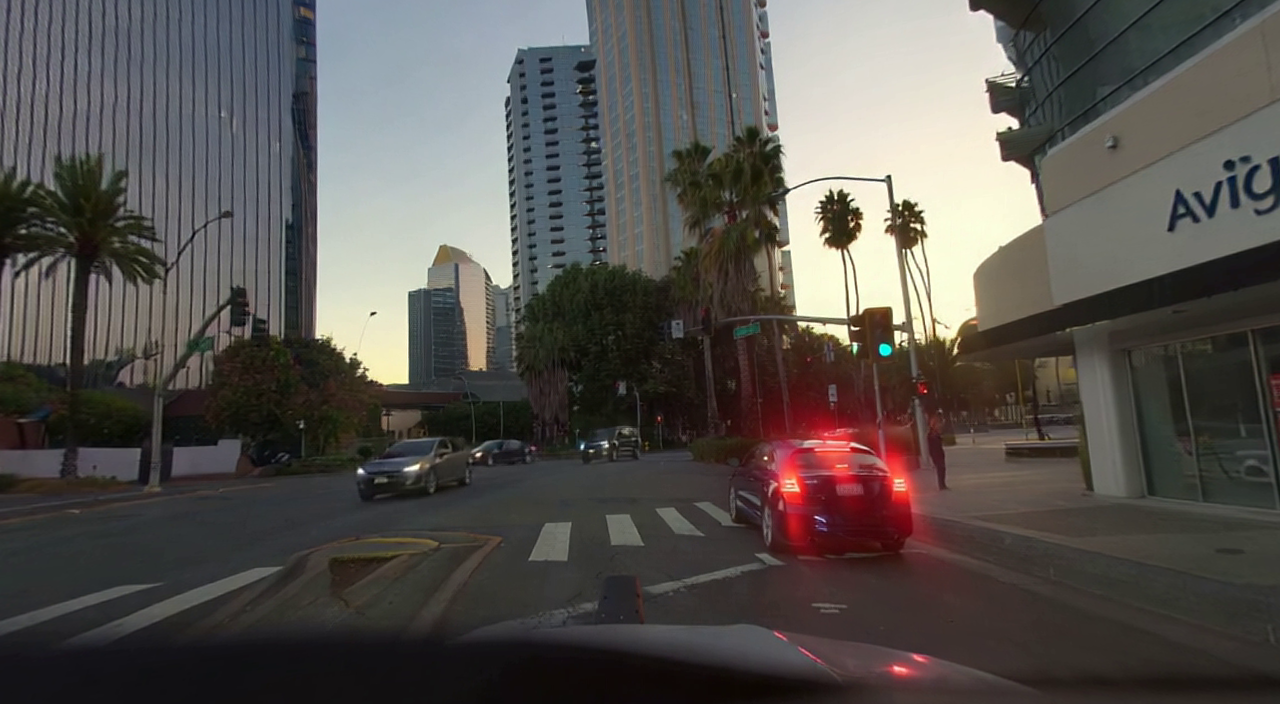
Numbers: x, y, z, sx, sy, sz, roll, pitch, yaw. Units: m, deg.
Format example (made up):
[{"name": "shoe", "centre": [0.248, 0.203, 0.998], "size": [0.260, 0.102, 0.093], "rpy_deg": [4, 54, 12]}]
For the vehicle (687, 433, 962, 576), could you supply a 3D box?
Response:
[{"name": "vehicle", "centre": [2.144, 1.948, 9.056], "size": [2.090, 1.466, 4.676], "rpy_deg": [1, -8, -6]}]

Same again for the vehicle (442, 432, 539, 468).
[{"name": "vehicle", "centre": [-8.122, 5.376, 34.852], "size": [2.029, 1.822, 5.090], "rpy_deg": [-6, -10, 35]}]

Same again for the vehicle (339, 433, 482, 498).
[{"name": "vehicle", "centre": [-5.879, 2.957, 16.866], "size": [2.052, 1.478, 4.395], "rpy_deg": [0, -8, 2]}]

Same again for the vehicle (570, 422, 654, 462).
[{"name": "vehicle", "centre": [-1.408, 4.943, 34.684], "size": [2.190, 1.964, 5.614], "rpy_deg": [-4, -9, 26]}]
